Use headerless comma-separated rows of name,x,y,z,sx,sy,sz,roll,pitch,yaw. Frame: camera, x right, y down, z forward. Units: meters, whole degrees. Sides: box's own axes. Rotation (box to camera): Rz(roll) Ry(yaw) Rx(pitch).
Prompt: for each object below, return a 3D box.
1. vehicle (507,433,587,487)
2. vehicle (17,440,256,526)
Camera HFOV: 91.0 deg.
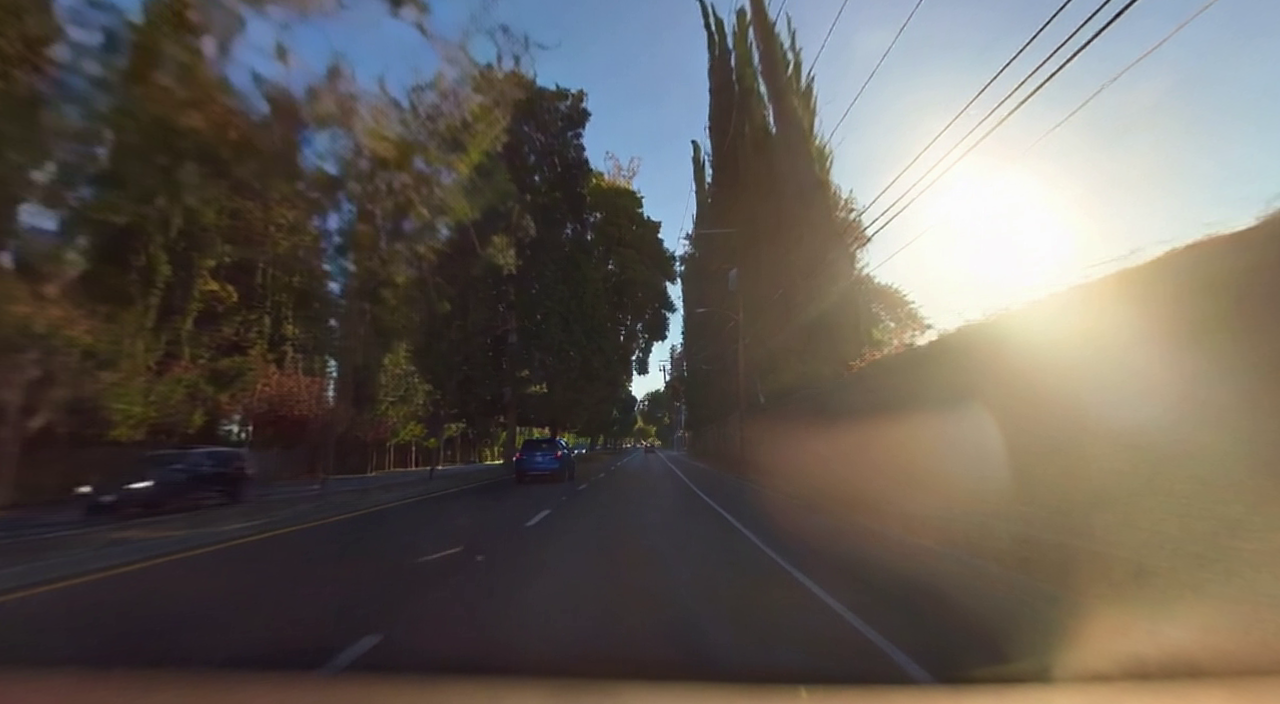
vehicle,-3.259,3.904,23.085,2.147,1.730,4.555,0,-8,1
vehicle,-11.740,3.026,15.231,2.006,1.731,4.512,0,-8,0
